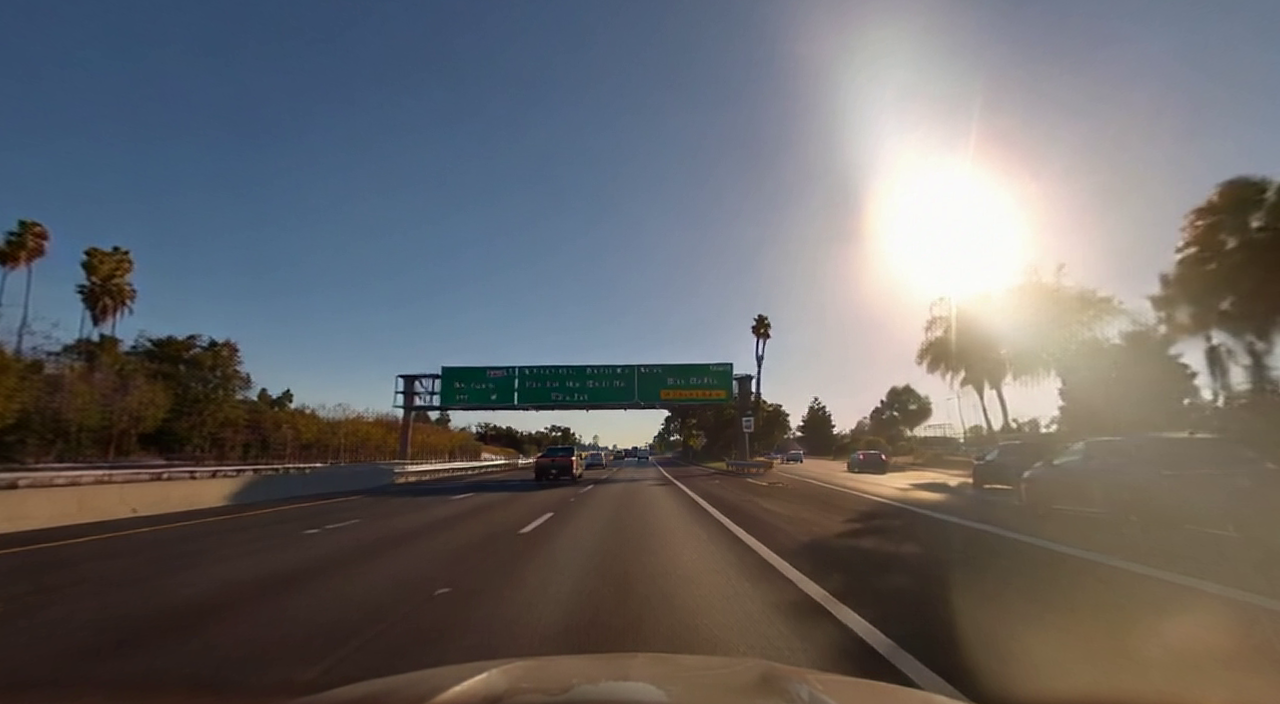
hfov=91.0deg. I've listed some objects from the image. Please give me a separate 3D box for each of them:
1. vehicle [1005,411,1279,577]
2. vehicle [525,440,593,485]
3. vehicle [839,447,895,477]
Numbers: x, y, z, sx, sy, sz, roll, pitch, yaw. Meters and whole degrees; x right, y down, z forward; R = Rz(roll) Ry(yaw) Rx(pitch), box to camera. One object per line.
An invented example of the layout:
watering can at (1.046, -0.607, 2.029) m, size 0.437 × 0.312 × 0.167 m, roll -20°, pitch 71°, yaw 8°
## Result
vehicle at (8.057, 1.940, 9.455) m, size 2.303 × 1.791 × 5.247 m, roll -1°, pitch -9°, yaw 4°
vehicle at (-3.726, 5.250, 30.195) m, size 2.420 × 1.937 × 5.916 m, roll 0°, pitch -9°, yaw 1°
vehicle at (14.275, 6.941, 39.973) m, size 1.991 × 1.755 × 4.836 m, roll -1°, pitch -9°, yaw 3°
